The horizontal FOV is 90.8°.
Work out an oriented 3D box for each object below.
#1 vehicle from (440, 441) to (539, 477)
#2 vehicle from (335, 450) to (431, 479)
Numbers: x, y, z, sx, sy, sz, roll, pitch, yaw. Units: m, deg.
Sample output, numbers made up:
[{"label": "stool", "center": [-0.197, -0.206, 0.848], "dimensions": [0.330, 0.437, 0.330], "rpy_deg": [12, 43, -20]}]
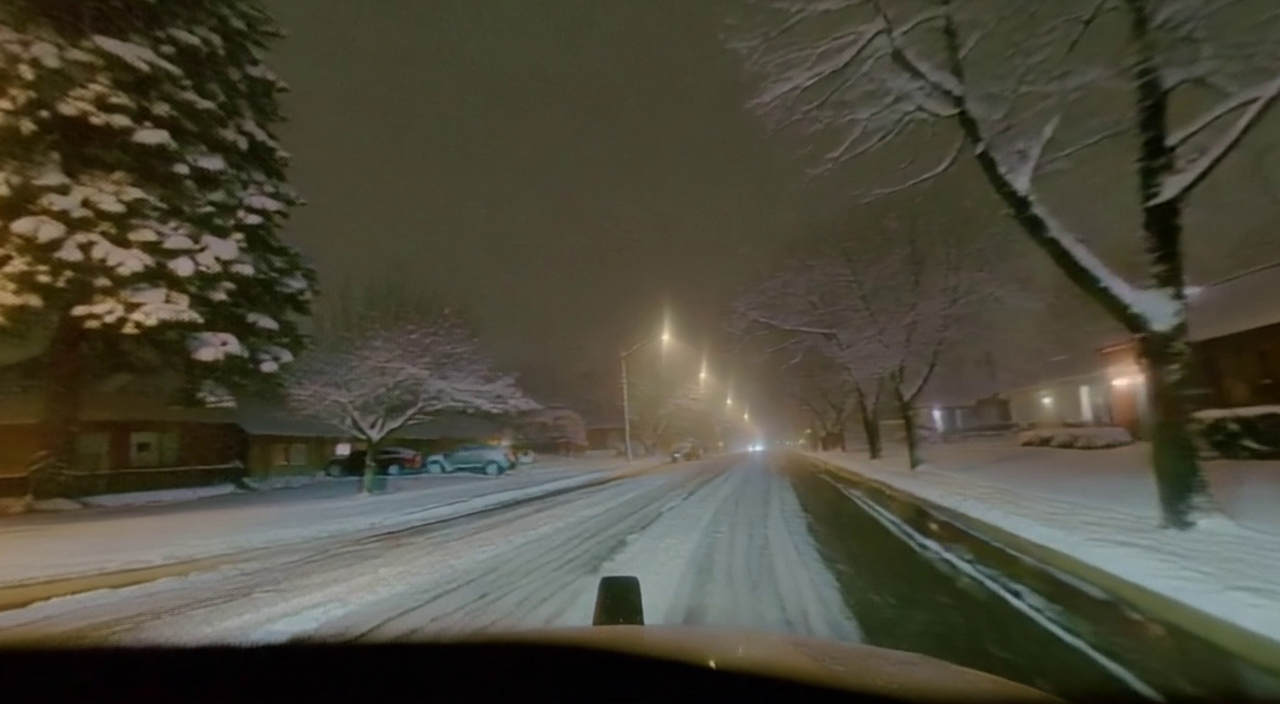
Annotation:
[{"label": "vehicle", "center": [-7.740, 5.539, 32.782], "dimensions": [4.559, 1.745, 1.918], "rpy_deg": [-2, -8, 9]}, {"label": "vehicle", "center": [-13.958, 6.091, 34.372], "dimensions": [4.531, 1.470, 1.855], "rpy_deg": [-2, -9, 13]}]
